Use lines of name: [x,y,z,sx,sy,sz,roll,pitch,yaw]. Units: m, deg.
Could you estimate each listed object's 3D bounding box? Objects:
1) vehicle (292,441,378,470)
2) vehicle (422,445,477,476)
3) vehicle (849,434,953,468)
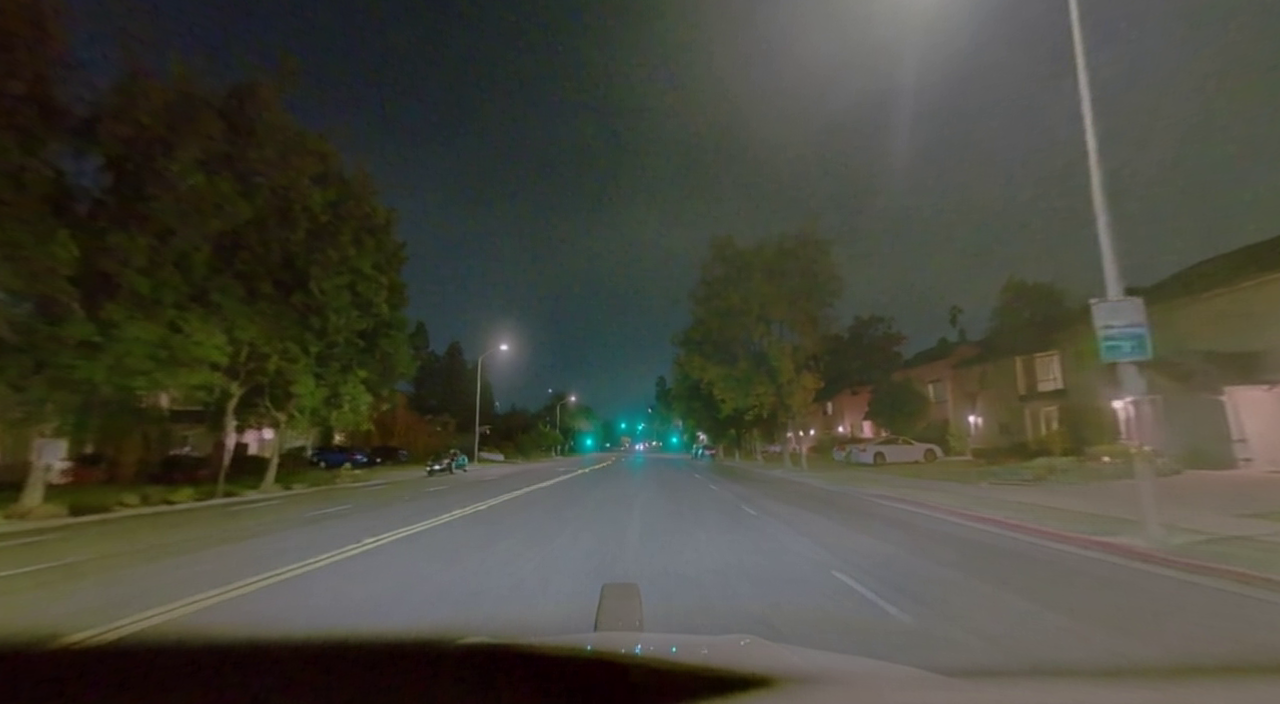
vehicle: [-21.070,7.163,43.782,4.830,1.857,2.183,-1,-9,2]
vehicle: [-11.331,6.508,37.883,2.020,1.691,4.308,-2,-10,-2]
vehicle: [14.169,5.423,34.527,4.775,1.524,1.983,-4,-9,3]
